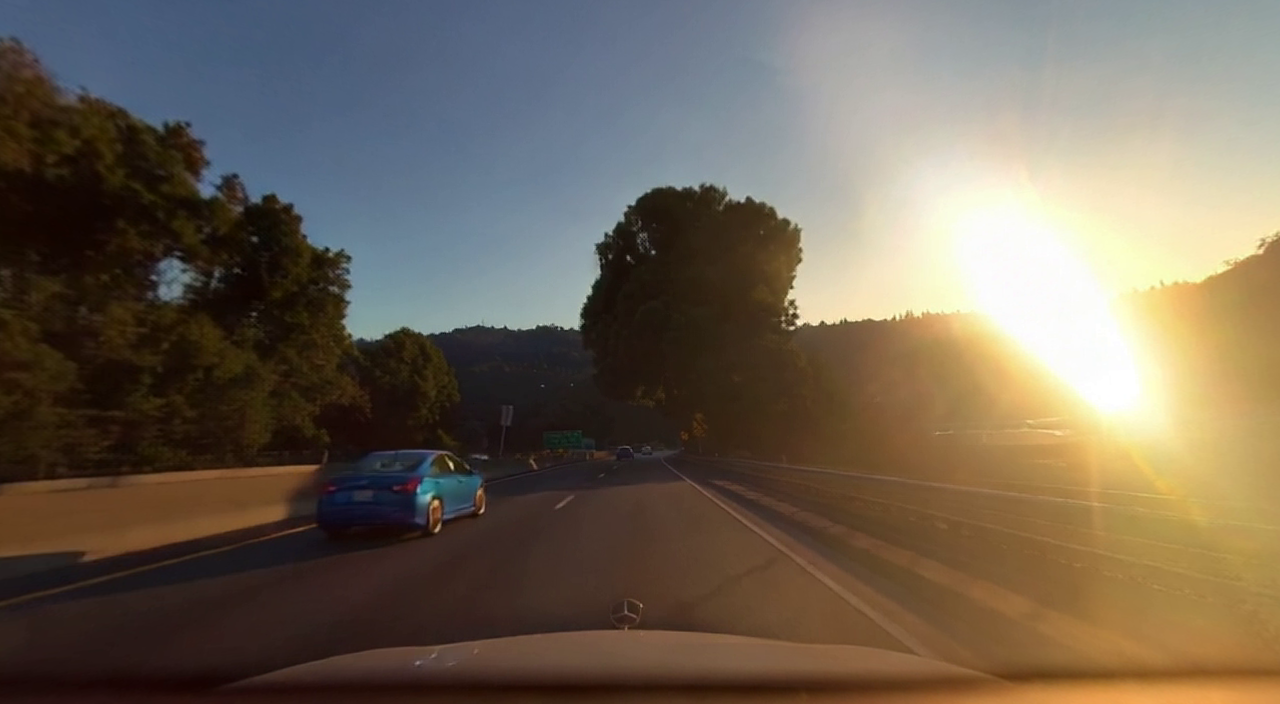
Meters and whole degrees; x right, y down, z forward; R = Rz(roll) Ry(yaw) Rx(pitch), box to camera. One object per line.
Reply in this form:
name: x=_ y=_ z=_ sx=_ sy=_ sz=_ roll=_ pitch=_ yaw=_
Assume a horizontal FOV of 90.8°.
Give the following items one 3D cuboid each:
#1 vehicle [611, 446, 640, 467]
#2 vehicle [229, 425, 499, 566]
vehicle: x=-1.017 y=7.508 z=45.513 sx=1.917 sy=1.450 sz=3.997 roll=0 pitch=-8 yaw=2
vehicle: x=-3.603 y=1.938 z=9.264 sx=2.088 sy=1.586 sz=4.000 roll=0 pitch=-8 yaw=1
